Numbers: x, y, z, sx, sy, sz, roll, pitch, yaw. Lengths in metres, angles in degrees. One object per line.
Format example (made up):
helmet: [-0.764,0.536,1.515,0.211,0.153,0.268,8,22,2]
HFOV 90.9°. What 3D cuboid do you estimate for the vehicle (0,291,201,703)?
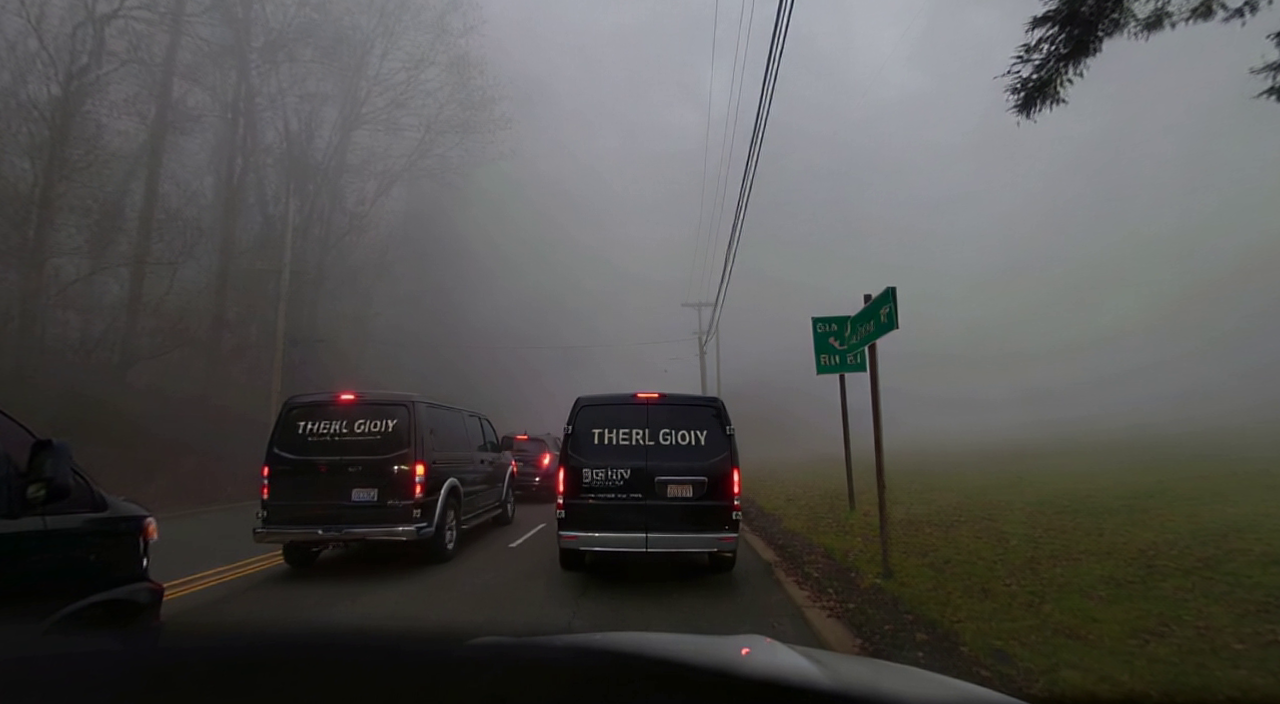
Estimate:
vehicle: [-3.106,0.469,0.250,2.160,1.796,4.997,0,-8,1]

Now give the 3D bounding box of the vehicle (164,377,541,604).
vehicle: [-2.757,1.484,7.635,2.109,1.851,4.749,-1,-8,3]

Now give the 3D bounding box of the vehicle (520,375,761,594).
vehicle: [0.109,1.463,7.692,2.117,1.911,4.095,-1,-8,3]
